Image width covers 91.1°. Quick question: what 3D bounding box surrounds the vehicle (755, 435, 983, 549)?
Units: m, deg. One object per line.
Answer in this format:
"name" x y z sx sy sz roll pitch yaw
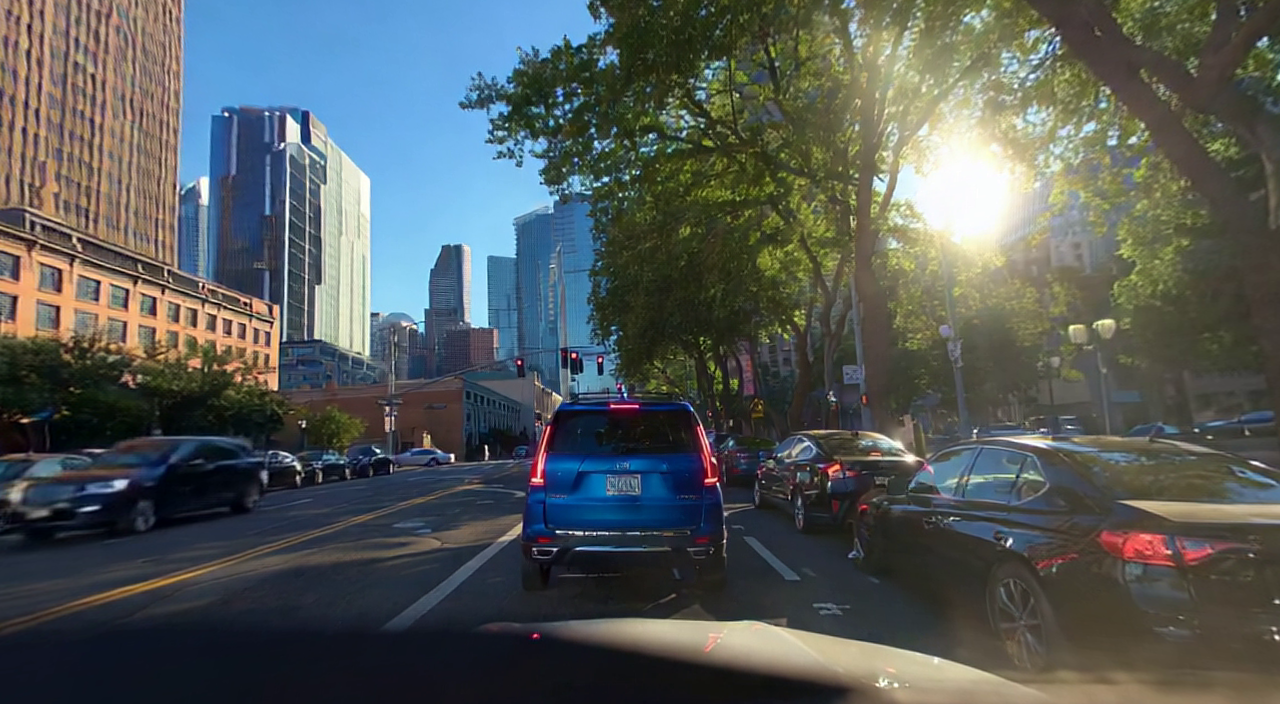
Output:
"vehicle" 3.290 2.086 10.087 2.056 1.422 4.130 0 -8 -1

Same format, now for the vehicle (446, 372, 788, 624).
"vehicle" -0.158 1.364 6.765 2.453 1.816 4.300 0 -8 0

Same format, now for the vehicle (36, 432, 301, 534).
"vehicle" -9.202 2.547 12.885 2.054 1.722 4.292 0 -8 0

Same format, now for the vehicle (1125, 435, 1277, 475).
"vehicle" 22.127 4.058 24.994 4.055 1.469 1.848 -4 -9 26
